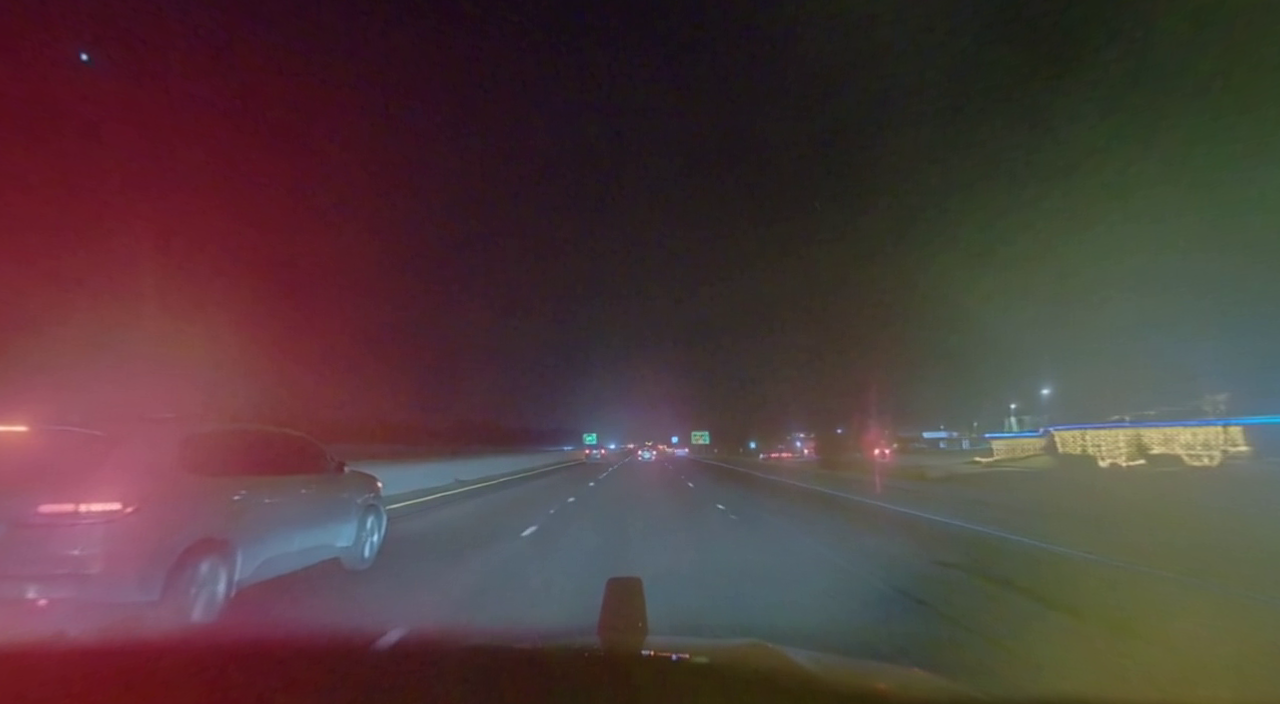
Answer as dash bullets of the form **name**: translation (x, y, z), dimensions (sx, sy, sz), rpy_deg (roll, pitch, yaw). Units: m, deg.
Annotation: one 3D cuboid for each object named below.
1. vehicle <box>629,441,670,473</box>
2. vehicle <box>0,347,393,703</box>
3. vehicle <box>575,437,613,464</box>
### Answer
- **vehicle**: translation (0.451, 5.388, 32.598), dimensions (2.000, 1.558, 3.945), rpy_deg (0, -8, 0)
- **vehicle**: translation (-3.922, 1.145, 4.673), dimensions (2.239, 1.761, 4.620), rpy_deg (0, -8, 1)
- **vehicle**: translation (-3.470, 7.579, 48.646), dimensions (2.403, 1.946, 5.623), rpy_deg (0, -8, 1)
